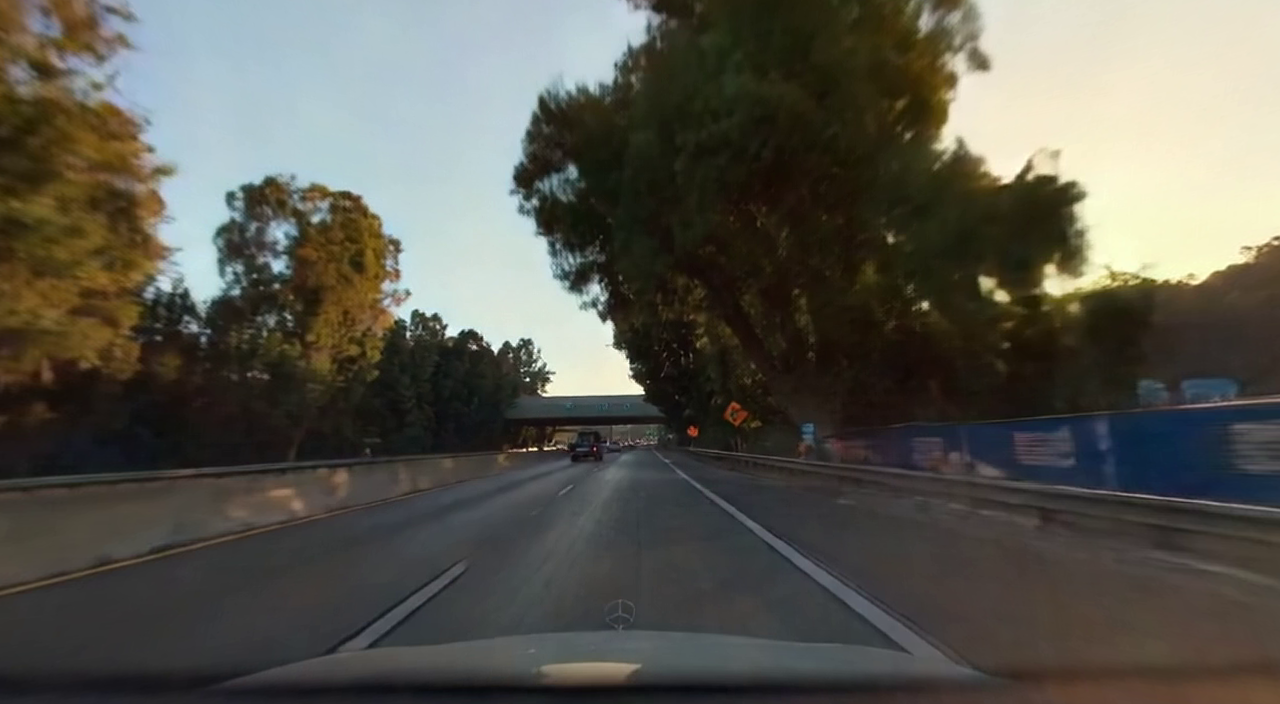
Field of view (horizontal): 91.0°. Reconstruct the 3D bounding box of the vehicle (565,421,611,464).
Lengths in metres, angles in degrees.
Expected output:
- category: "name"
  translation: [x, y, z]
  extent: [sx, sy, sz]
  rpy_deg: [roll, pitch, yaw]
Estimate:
- category: "vehicle"
  translation: [-3.368, 6.050, 42.002]
  extent: [2.484, 2.625, 5.907]
  rpy_deg: [-1, -8, 0]
